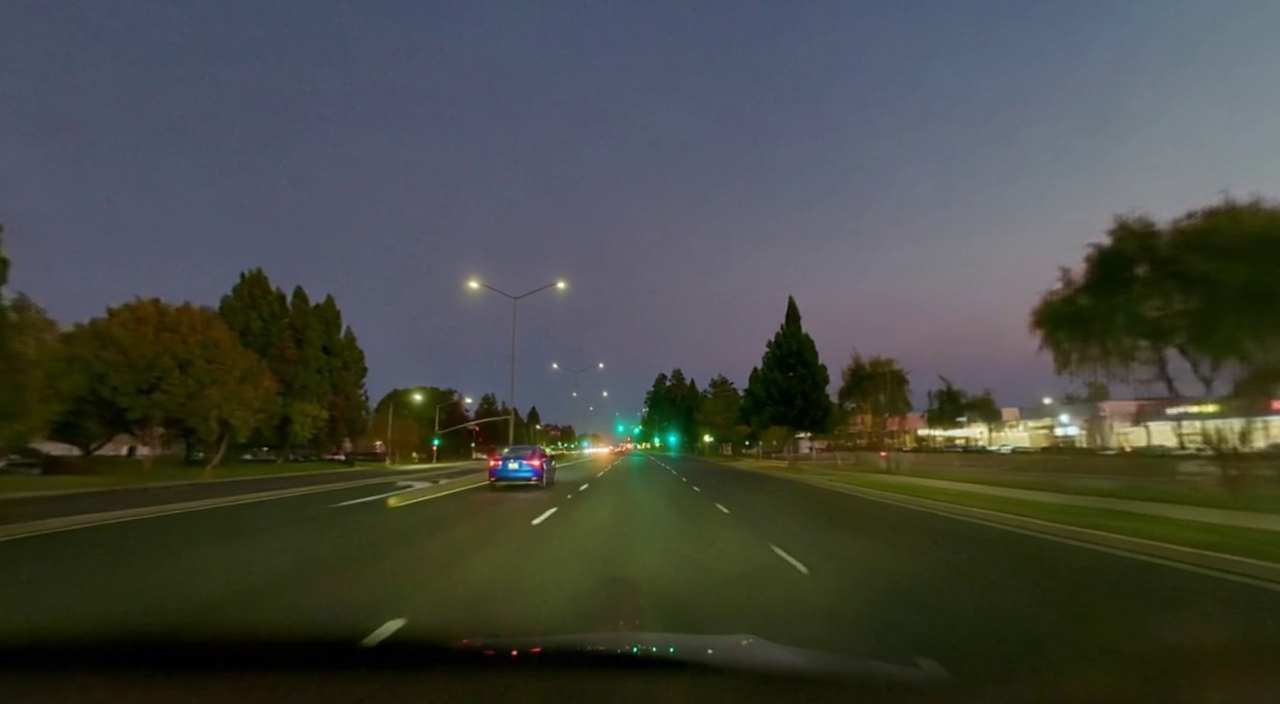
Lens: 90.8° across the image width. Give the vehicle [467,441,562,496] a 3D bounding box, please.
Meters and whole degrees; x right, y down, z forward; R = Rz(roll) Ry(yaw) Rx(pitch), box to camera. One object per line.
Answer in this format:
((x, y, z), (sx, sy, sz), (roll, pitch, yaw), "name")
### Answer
((-3.679, 3.495, 19.353), (2.003, 1.454, 4.484), (0, -9, 0), "vehicle")
